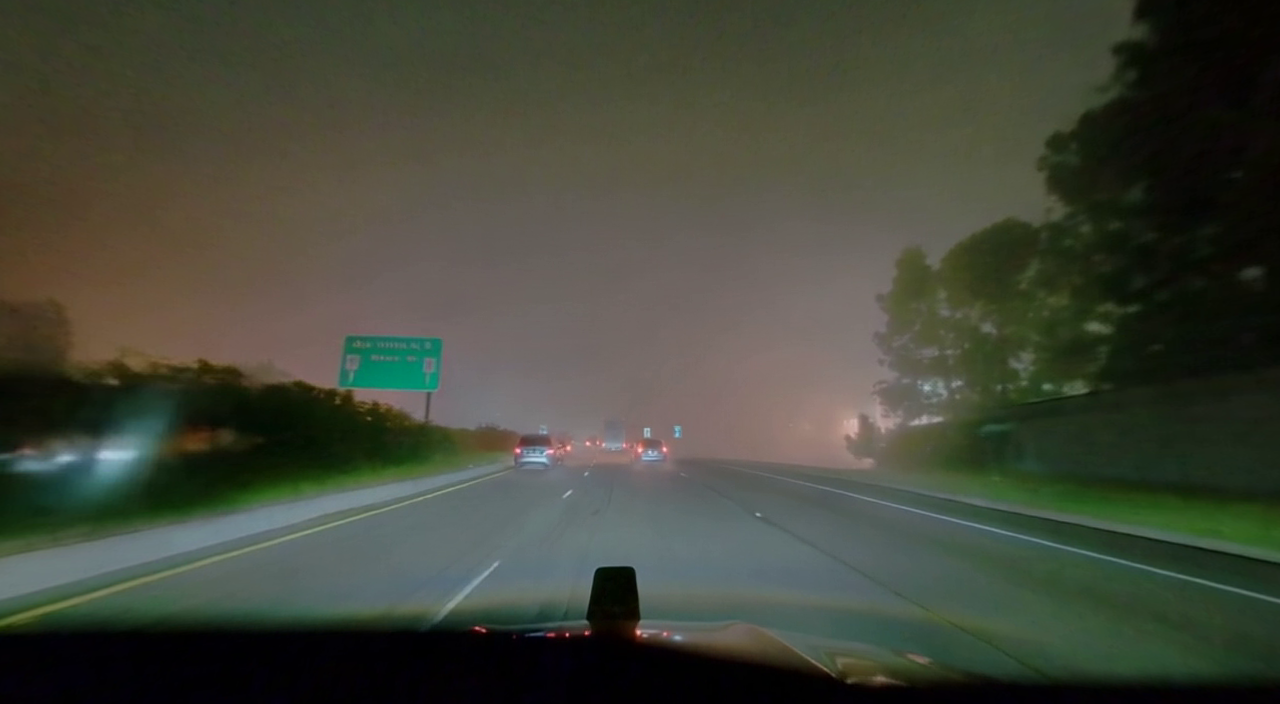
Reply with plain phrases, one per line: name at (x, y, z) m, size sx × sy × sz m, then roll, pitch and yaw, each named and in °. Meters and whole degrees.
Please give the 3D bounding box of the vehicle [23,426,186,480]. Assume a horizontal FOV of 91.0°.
vehicle at (-17.076, 3.233, 20.382) m, size 1.853 × 1.517 × 3.978 m, roll 0°, pitch -8°, yaw -2°

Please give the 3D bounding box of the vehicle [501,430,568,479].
vehicle at (-4.139, 4.080, 25.345) m, size 2.080 × 1.733 × 4.410 m, roll 0°, pitch -8°, yaw -2°

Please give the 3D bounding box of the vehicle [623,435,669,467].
vehicle at (0.263, 5.519, 35.263) m, size 2.078 × 1.608 × 3.982 m, roll 0°, pitch -8°, yaw -6°
